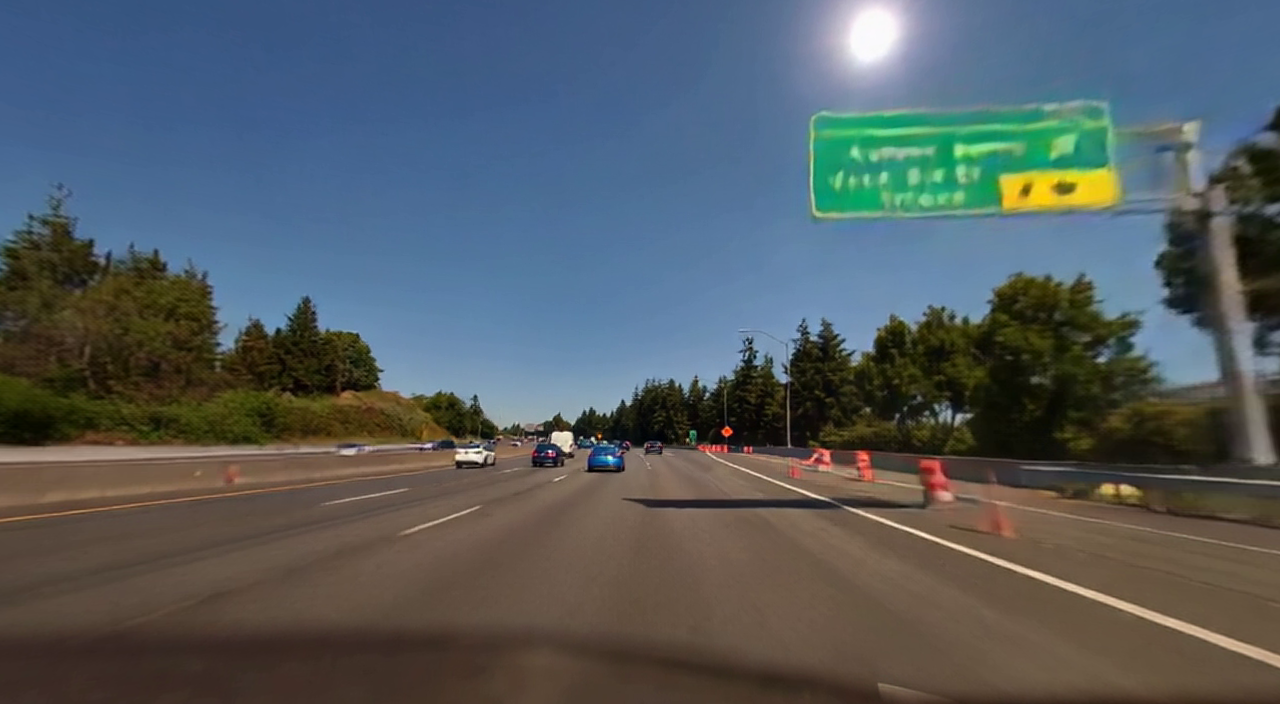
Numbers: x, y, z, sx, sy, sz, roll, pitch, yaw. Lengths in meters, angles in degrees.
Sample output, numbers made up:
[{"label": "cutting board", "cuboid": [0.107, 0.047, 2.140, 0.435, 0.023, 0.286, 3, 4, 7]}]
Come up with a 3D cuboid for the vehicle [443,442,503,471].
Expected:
[{"label": "vehicle", "cuboid": [-8.966, 5.616, 34.082, 1.946, 1.472, 4.472, 0, -8, 1]}]

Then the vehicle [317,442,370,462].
[{"label": "vehicle", "cuboid": [-23.185, 7.834, 49.258, 1.939, 1.504, 4.576, 0, -8, 0]}]

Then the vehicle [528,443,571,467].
[{"label": "vehicle", "cuboid": [-5.588, 6.403, 39.260, 1.951, 1.439, 4.633, 0, -8, 1]}]

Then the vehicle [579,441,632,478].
[{"label": "vehicle", "cuboid": [-1.407, 4.644, 27.409, 1.963, 1.462, 4.681, 0, -8, 1]}]
